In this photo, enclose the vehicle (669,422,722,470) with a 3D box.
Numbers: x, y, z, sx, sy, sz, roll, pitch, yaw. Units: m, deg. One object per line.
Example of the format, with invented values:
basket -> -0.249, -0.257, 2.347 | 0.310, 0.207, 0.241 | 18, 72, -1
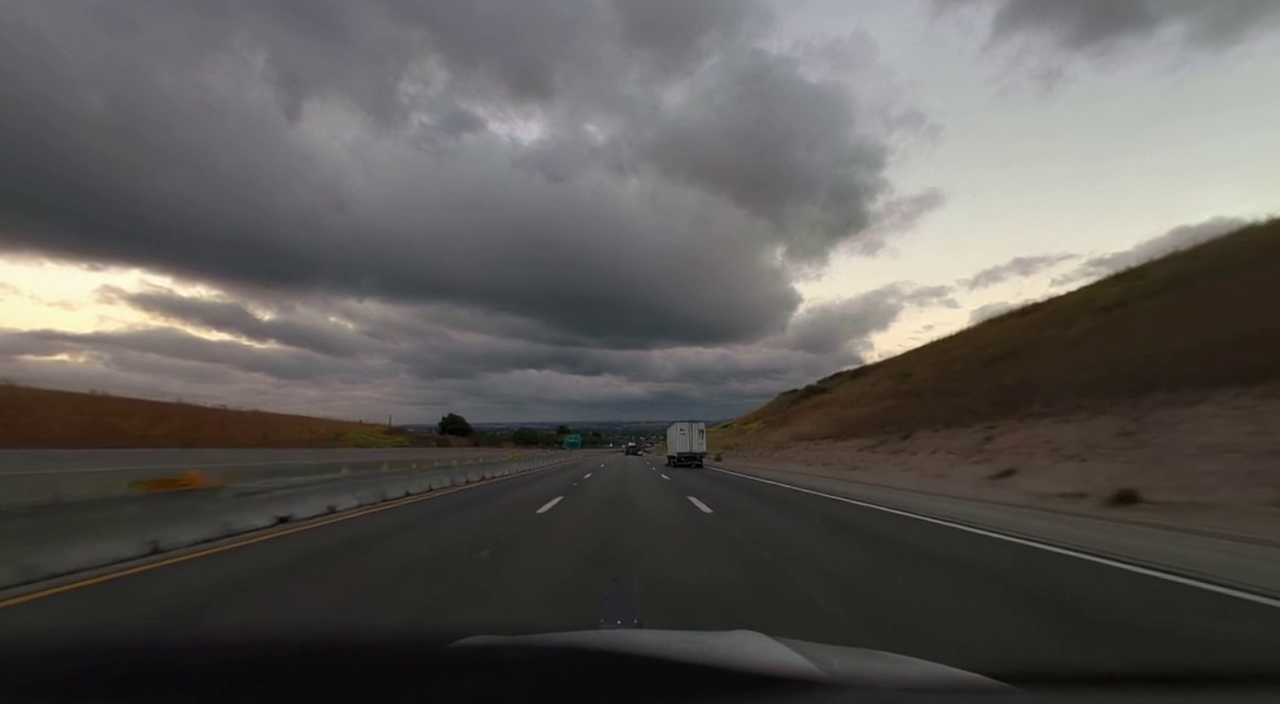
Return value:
vehicle -> 3.220, 5.620, 37.717 | 2.527, 2.682, 4.082 | 0, -9, -4
